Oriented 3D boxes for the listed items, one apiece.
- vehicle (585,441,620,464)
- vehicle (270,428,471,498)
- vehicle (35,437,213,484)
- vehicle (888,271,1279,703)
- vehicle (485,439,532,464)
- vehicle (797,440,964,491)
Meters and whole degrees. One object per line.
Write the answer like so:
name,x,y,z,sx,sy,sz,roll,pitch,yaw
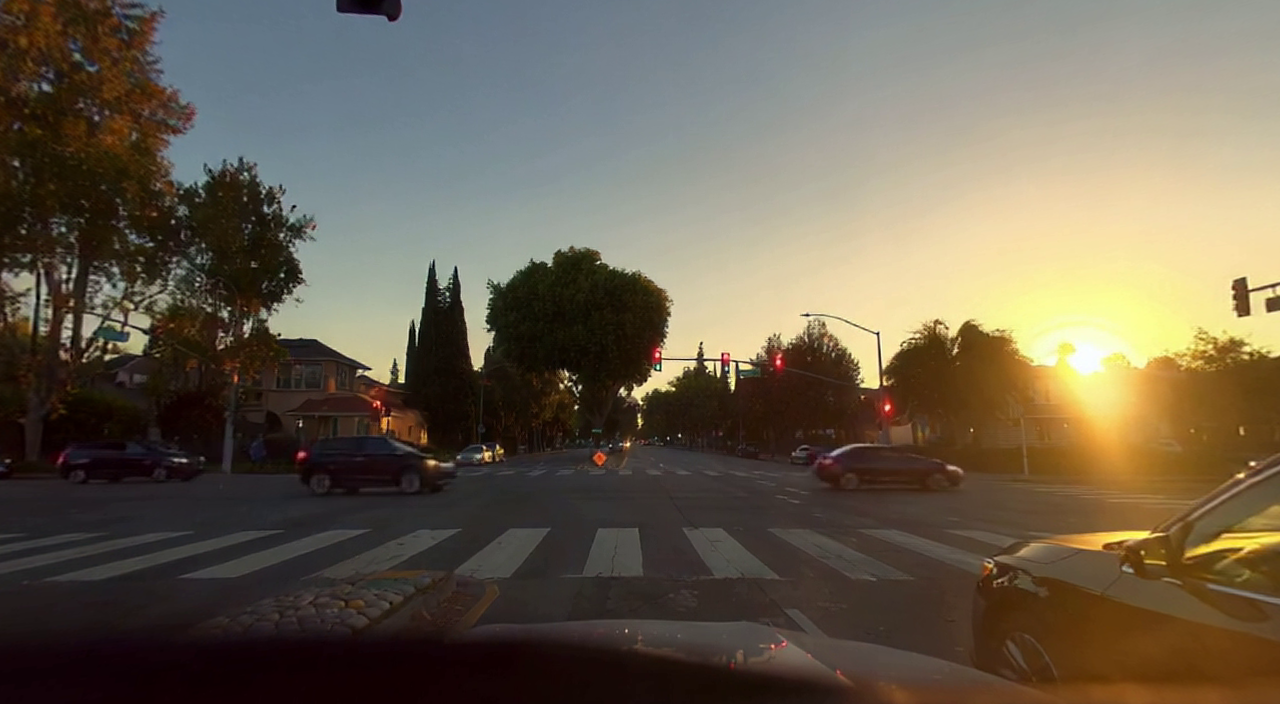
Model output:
vehicle,-2.459,6.713,42.266,2.046,1.491,4.118,0,-9,1
vehicle,-6.887,2.884,16.582,4.332,1.682,2.025,0,-8,-1
vehicle,-18.850,3.978,23.305,4.532,1.633,2.130,1,-9,-5
vehicle,2.704,0.714,1.724,2.085,1.800,4.908,0,-9,1
vehicle,-8.989,6.859,43.640,2.028,1.654,5.027,0,-9,1
vehicle,7.557,3.598,20.206,4.537,1.501,1.950,0,-8,0
